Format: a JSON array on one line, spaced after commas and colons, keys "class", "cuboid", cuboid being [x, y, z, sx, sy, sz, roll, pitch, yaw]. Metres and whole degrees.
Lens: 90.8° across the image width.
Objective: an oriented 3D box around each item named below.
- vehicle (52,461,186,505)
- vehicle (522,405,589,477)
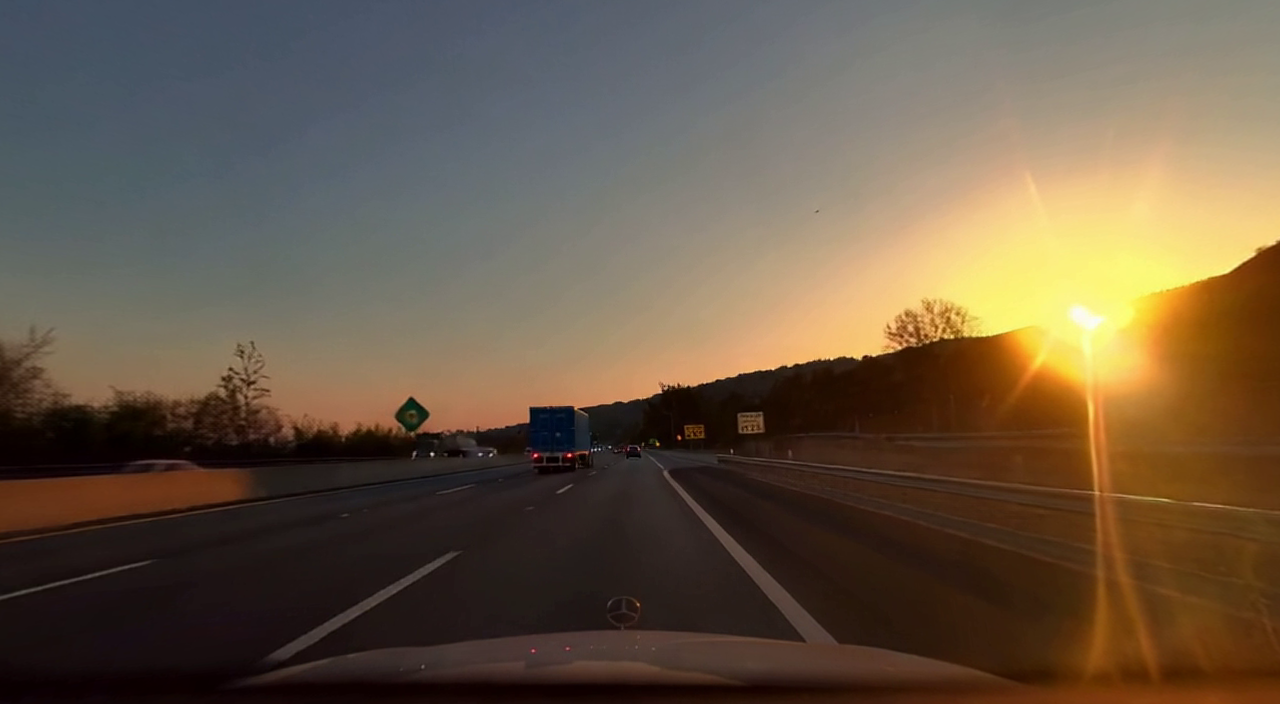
[{"class": "vehicle", "cuboid": [-19.899, 4.987, 24.355, 1.712, 1.416, 3.996, 0, -9, 1]}, {"class": "vehicle", "cuboid": [-4.442, 4.931, 34.719, 2.707, 3.461, 7.191, 0, -9, 0]}]
